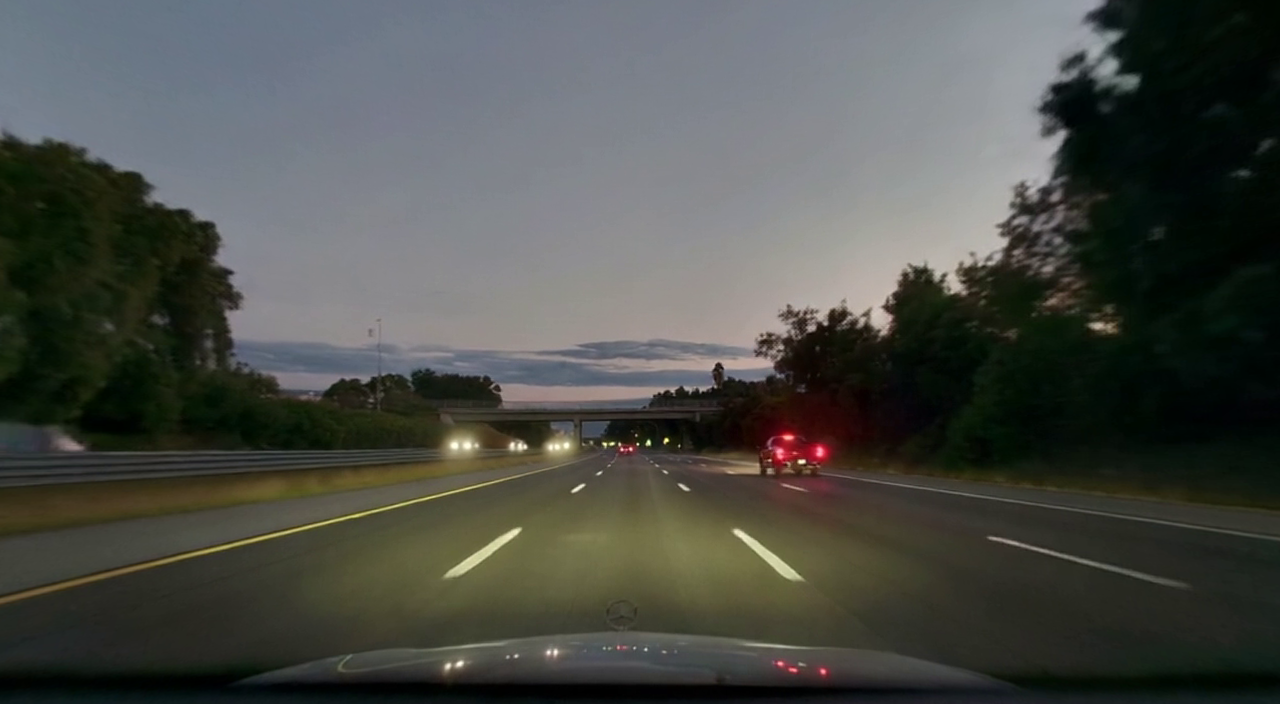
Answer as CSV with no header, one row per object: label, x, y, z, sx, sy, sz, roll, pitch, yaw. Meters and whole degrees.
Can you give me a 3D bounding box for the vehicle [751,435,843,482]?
vehicle,6.747,4.688,28.015,2.395,1.819,6.086,0,-9,-1
